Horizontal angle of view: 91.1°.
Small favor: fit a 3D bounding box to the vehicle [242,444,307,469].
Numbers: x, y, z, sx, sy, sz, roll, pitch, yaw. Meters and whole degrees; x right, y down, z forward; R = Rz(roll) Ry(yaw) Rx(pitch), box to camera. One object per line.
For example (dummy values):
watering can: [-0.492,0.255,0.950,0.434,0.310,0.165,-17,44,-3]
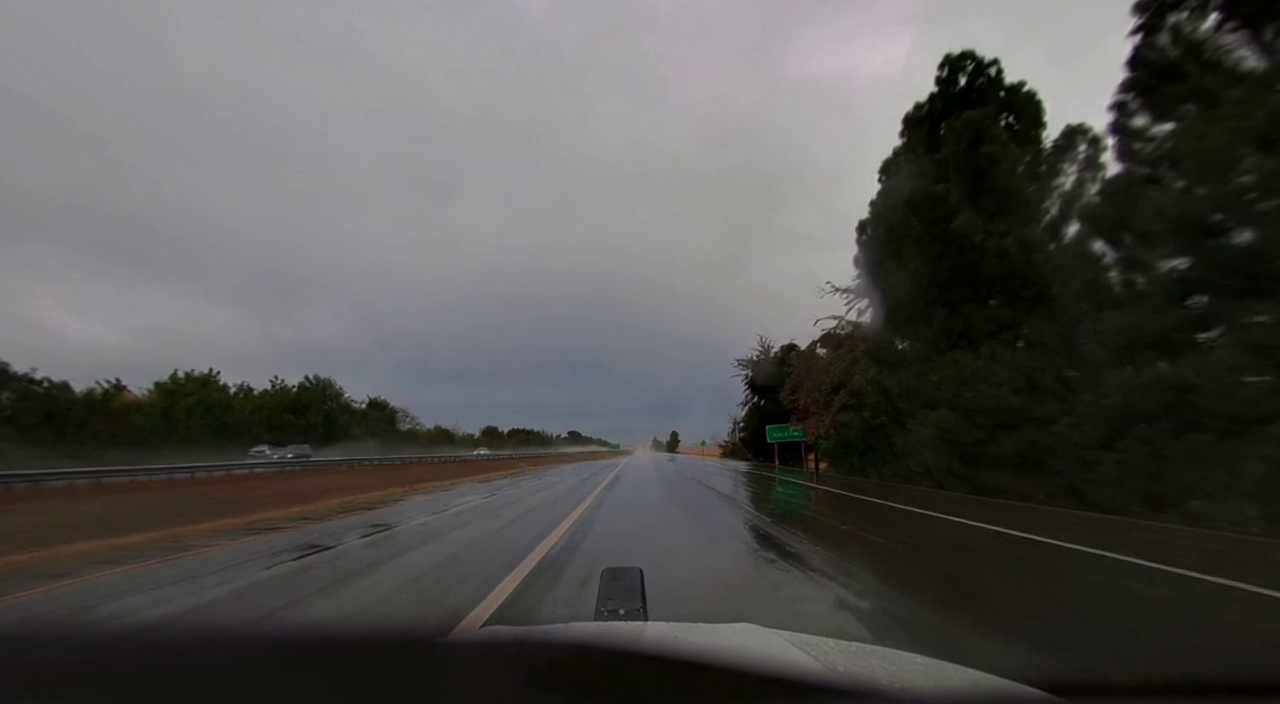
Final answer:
vehicle: [-28.672,8.183,49.459,2.297,1.831,4.697,0,-8,0]
